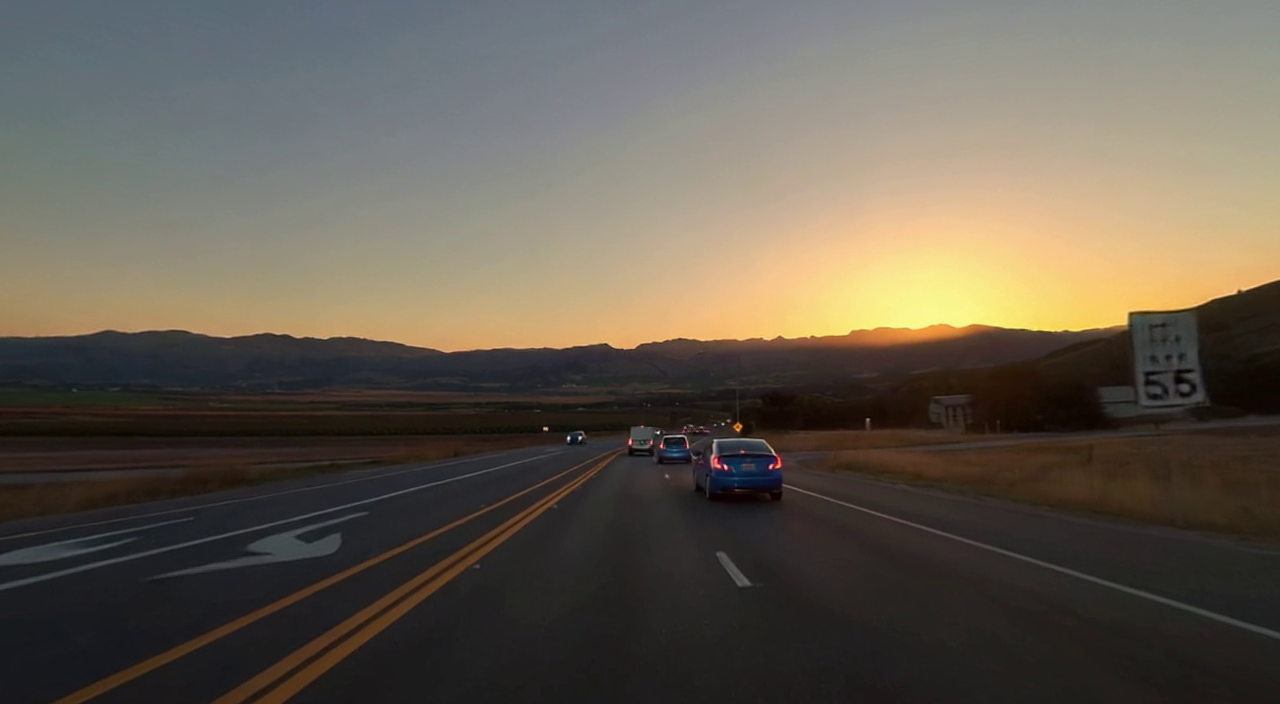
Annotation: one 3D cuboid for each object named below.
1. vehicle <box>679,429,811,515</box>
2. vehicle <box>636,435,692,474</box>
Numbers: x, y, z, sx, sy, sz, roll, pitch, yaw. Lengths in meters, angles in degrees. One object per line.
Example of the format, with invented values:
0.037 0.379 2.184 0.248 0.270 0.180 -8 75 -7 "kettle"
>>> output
2.036 2.469 13.469 2.007 1.534 3.976 0 -8 -2 "vehicle"
0.946 4.400 27.251 2.026 1.531 4.273 0 -8 -3 "vehicle"
